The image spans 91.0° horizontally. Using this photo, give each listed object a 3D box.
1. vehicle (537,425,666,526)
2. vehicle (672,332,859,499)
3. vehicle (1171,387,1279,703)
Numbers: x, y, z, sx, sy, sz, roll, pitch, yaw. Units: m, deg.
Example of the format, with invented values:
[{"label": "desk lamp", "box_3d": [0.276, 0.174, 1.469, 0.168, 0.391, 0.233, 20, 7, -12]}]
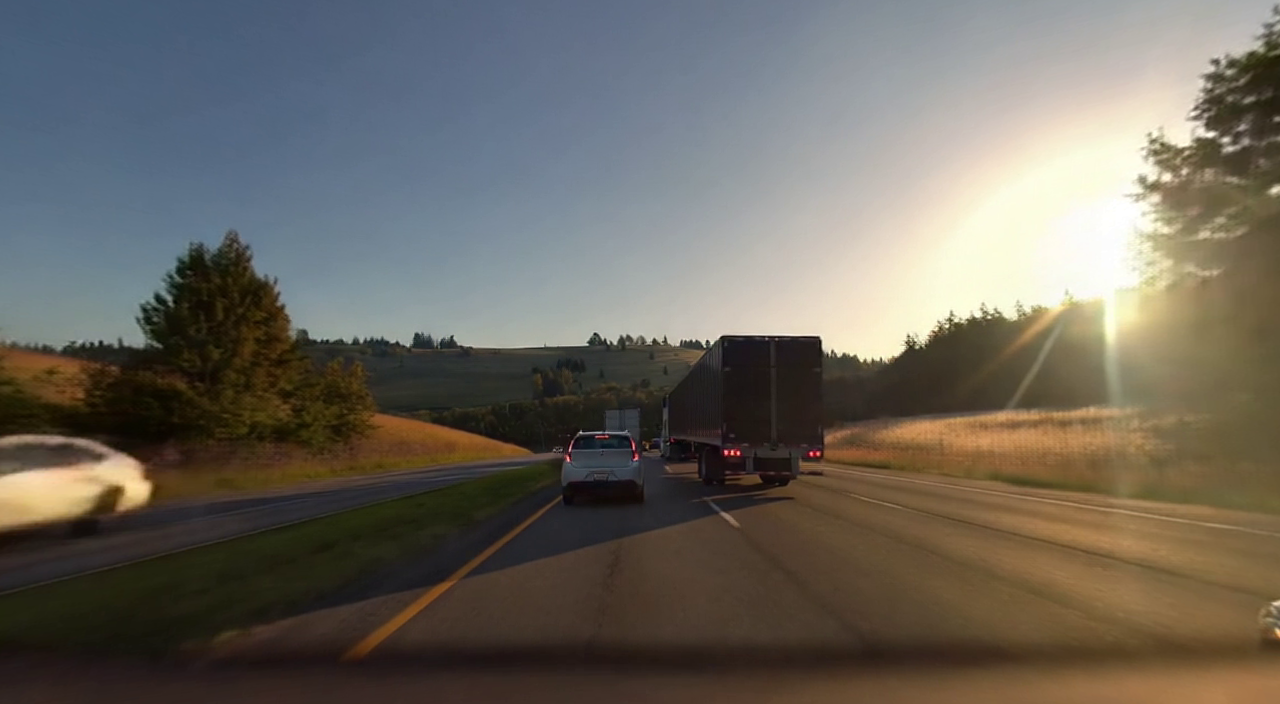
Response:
[{"label": "vehicle", "box_3d": [-0.619, 2.221, 11.875, 2.009, 1.554, 4.013, 0, -8, -1]}, {"label": "vehicle", "box_3d": [3.629, 2.782, 24.523, 3.591, 4.290, 16.696, 0, -8, -1]}, {"label": "vehicle", "box_3d": [3.550, 0.624, 0.616, 1.960, 1.515, 4.713, 0, -8, 0]}]
